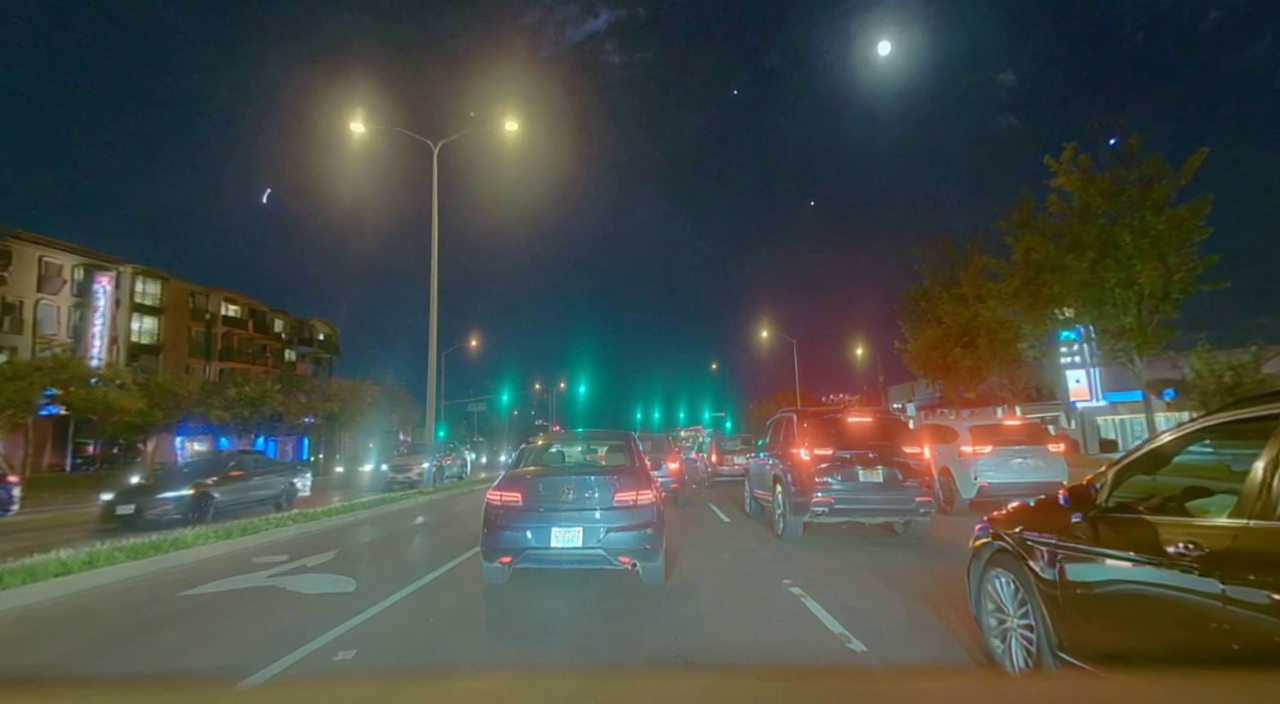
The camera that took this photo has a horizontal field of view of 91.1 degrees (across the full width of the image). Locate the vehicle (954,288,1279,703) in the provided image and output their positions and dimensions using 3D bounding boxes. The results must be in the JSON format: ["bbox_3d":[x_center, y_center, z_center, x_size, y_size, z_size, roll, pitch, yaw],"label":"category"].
[{"bbox_3d":[3.175,0.766,2.085,1.982,1.960,4.427,0,-9,1],"label":"vehicle"}]

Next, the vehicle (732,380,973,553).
[{"bbox_3d":[3.482,2.073,11.999,2.516,2.481,5.766,0,-9,-1],"label":"vehicle"}]

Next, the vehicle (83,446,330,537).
[{"bbox_3d":[-9.349,2.979,14.194,2.179,1.689,4.558,0,-9,2],"label":"vehicle"}]

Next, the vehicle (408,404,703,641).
[{"bbox_3d":[-0.557,1.520,6.592,2.111,1.676,4.018,0,-9,2],"label":"vehicle"}]

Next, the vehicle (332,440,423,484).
[{"bbox_3d":[-12.647,5.309,30.676,2.314,1.962,4.891,0,-9,0],"label":"vehicle"}]
